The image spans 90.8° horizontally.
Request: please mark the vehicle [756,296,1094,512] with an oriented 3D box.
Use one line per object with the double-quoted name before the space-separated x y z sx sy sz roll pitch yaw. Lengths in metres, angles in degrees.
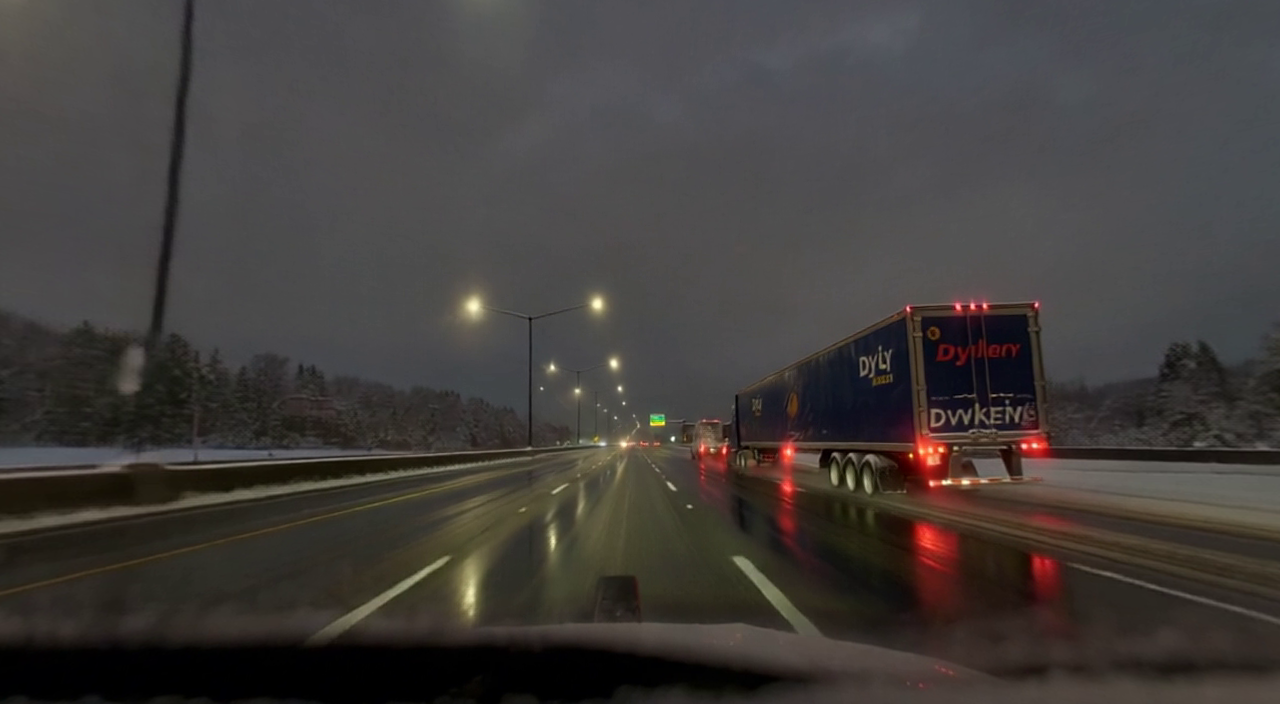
"vehicle" 6.636 2.084 19.640 2.962 3.947 16.241 0 -8 0
